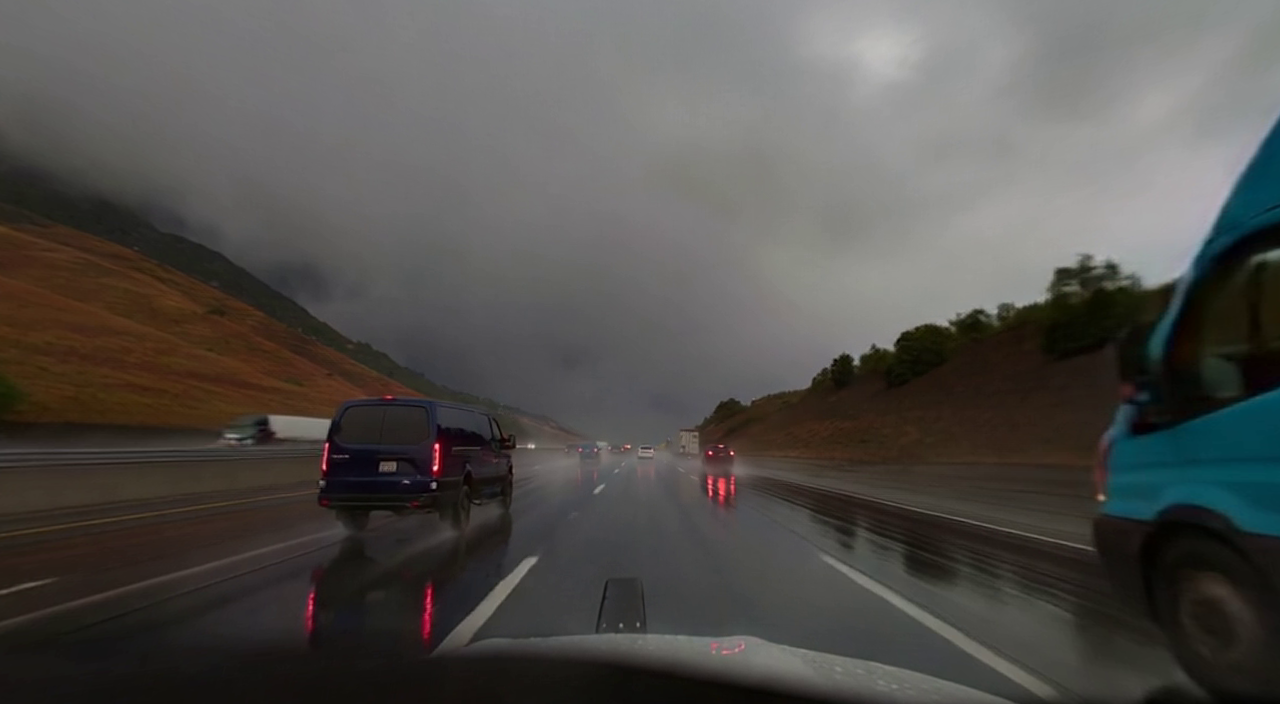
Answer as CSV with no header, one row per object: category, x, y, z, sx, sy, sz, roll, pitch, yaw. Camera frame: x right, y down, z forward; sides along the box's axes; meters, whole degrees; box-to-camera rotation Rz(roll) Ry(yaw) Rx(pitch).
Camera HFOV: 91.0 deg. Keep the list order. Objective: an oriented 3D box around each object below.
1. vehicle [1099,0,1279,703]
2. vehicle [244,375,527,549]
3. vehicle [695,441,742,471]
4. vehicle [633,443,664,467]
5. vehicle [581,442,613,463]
vehicle,4.208,-0.326,0.186,2.764,3.260,7.019,0,-9,0
vehicle,-3.738,1.825,10.918,2.421,2.203,5.775,0,-9,1
vehicle,4.436,5.965,36.173,2.051,1.598,4.145,0,-9,-1
vehicle,0.518,6.919,42.572,2.014,1.543,3.804,0,-9,0
vehicle,-3.281,7.735,48.558,2.138,1.581,4.340,0,-9,0
